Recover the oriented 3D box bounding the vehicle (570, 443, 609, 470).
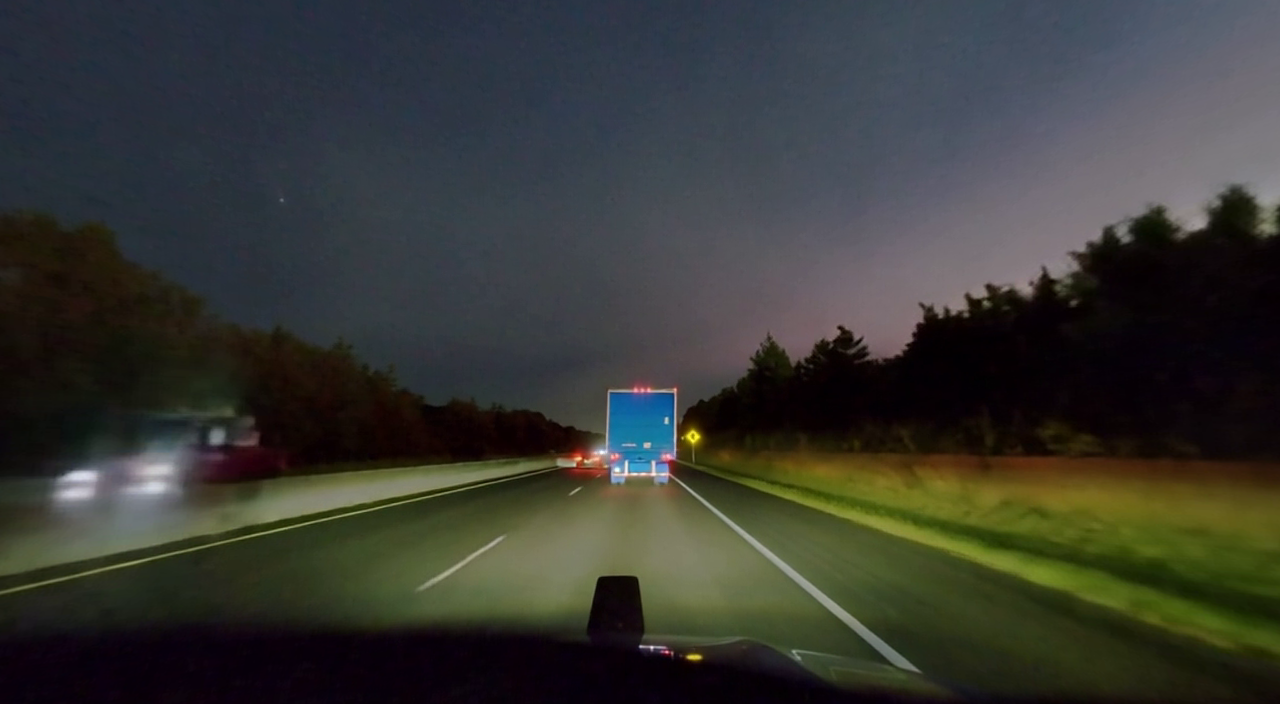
[{"bbox_3d":[-3.346,7.029,42.458,2.160,1.661,4.388,0,-9,1],"label":"vehicle"}]

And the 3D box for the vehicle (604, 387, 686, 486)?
[{"bbox_3d":[0.079,3.712,27.111,2.913,3.530,8.648,0,-9,-1],"label":"vehicle"}]

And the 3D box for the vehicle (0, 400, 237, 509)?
[{"bbox_3d":[-15.078,3.010,18.678,2.288,2.708,5.765,0,-9,0],"label":"vehicle"}]
